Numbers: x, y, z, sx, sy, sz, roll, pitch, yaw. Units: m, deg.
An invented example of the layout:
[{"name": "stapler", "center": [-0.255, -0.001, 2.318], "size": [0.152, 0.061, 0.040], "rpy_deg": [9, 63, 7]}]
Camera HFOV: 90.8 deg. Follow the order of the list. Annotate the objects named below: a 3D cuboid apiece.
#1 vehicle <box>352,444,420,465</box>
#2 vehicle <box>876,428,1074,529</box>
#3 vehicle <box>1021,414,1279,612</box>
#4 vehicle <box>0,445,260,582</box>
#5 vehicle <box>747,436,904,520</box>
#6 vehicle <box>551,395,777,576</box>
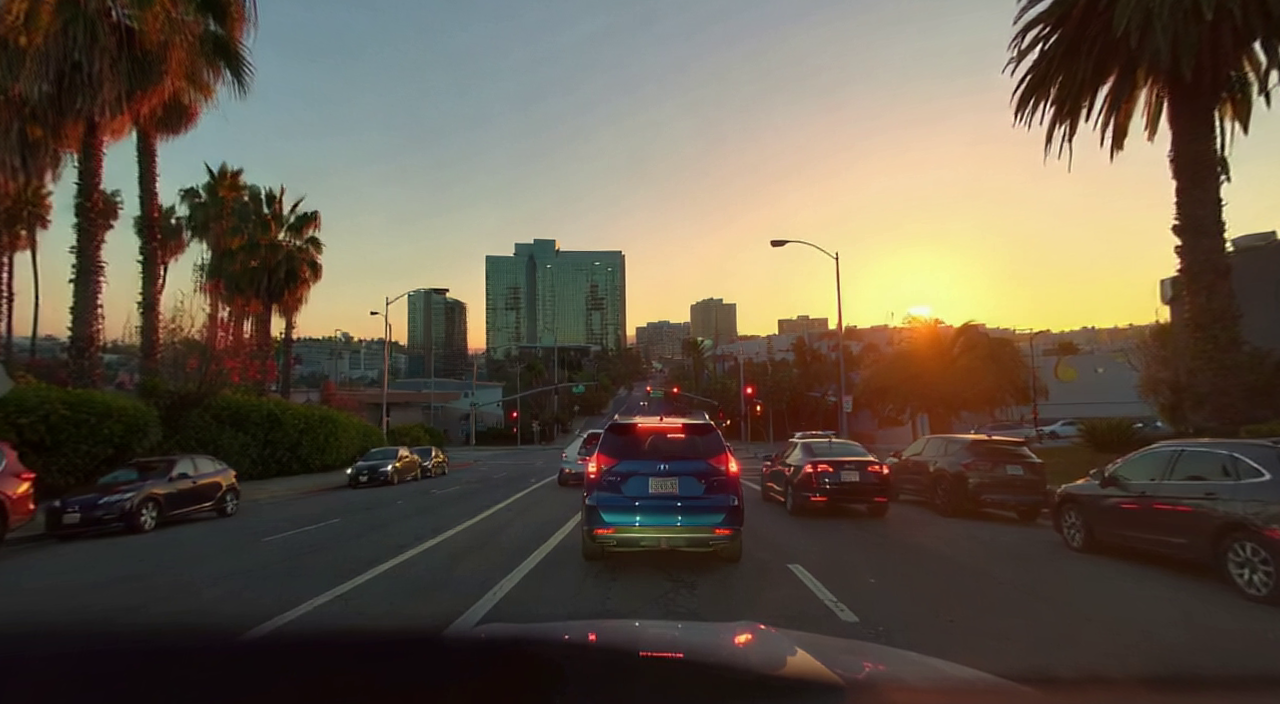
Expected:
[{"name": "vehicle", "center": [-18.649, 7.521, 46.596], "size": [1.759, 1.457, 4.297], "rpy_deg": [-7, -11, 37]}, {"name": "vehicle", "center": [6.665, 2.524, 13.241], "size": [1.930, 1.736, 4.329], "rpy_deg": [-1, -8, 3]}, {"name": "vehicle", "center": [6.441, 1.601, 6.937], "size": [1.935, 1.672, 4.139], "rpy_deg": [0, -8, 1]}, {"name": "vehicle", "center": [-9.585, 2.800, 11.841], "size": [2.054, 1.467, 4.595], "rpy_deg": [-3, -2, 1]}, {"name": "vehicle", "center": [3.702, 2.581, 13.565], "size": [2.021, 1.480, 4.402], "rpy_deg": [0, -8, 0]}, {"name": "vehicle", "center": [0.256, 1.656, 8.556], "size": [2.264, 1.798, 4.258], "rpy_deg": [0, -8, 0]}]
